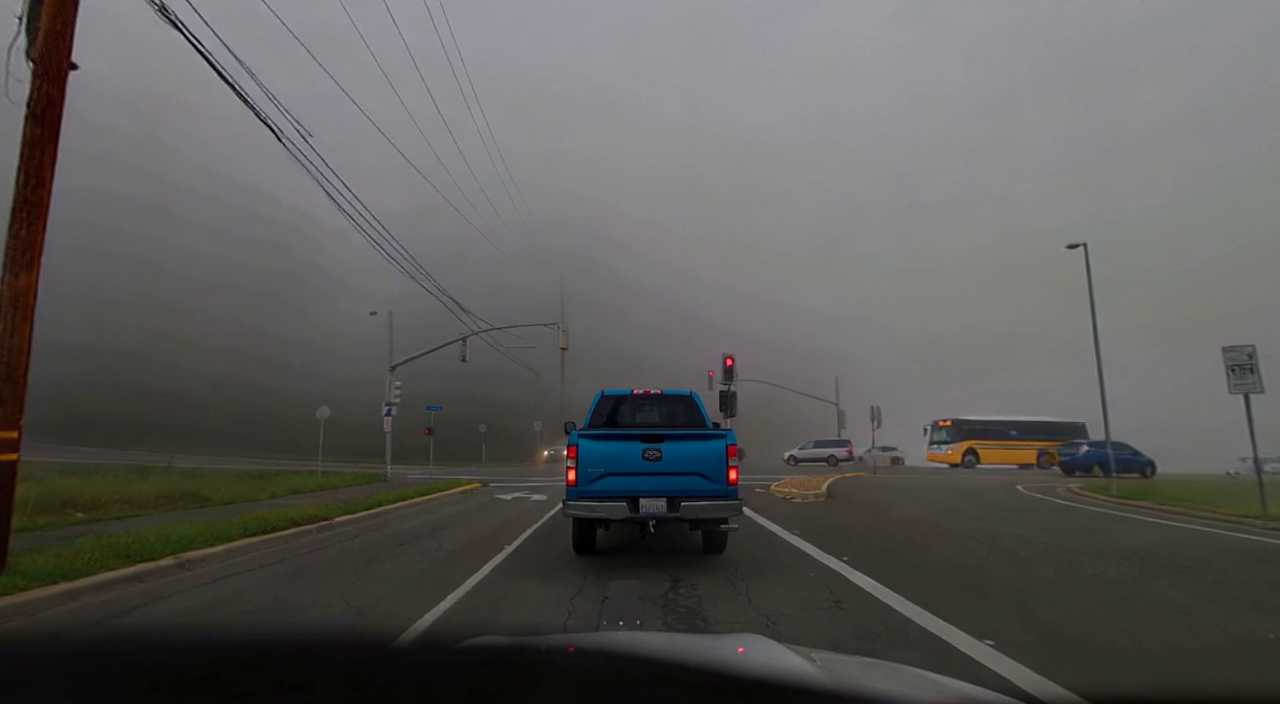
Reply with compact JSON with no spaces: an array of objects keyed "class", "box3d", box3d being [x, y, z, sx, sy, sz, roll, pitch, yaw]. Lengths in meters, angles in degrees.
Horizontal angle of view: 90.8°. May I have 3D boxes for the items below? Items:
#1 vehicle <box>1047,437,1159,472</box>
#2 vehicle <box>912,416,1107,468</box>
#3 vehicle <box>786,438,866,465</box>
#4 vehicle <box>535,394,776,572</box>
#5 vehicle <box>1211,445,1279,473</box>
[{"class":"vehicle","box3d":[21.570,4.751,29.452,4.520,1.496,2.060,3,-9,-23]},{"class":"vehicle","box3d":[23.998,5.910,41.531,10.726,3.128,3.003,-1,-8,2]},{"class":"vehicle","box3d":[13.460,7.260,46.085,5.235,1.878,2.107,-2,-8,8]},{"class":"vehicle","box3d":[0.123,1.873,9.940,2.707,1.964,5.485,0,-8,-1]},{"class":"vehicle","box3d":[40.947,6.949,41.256,5.426,1.728,1.999,0,-8,-3]}]
